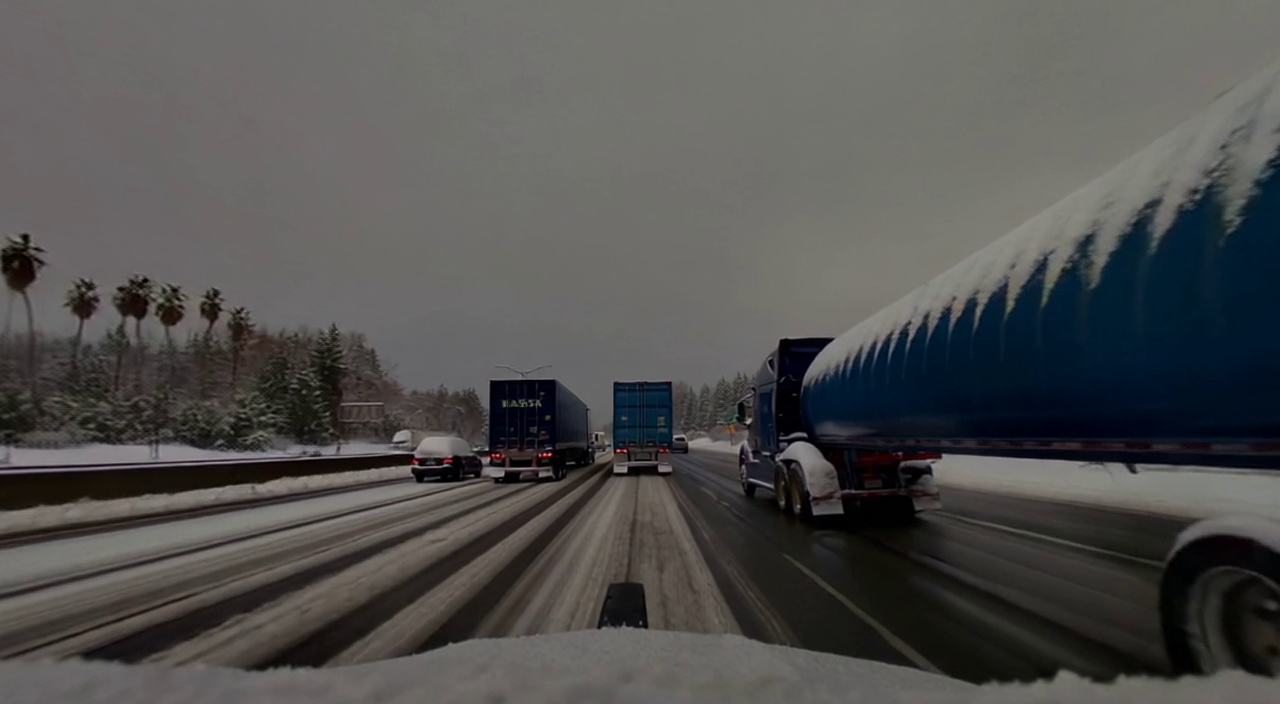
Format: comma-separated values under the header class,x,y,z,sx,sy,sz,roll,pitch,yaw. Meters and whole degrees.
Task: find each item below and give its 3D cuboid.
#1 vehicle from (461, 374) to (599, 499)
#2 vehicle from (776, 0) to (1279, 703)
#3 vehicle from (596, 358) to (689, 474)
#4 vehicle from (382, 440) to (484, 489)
class,x,y,z,sx,sy,sz,roll,pitch,yaw
vehicle,-3.210,2.968,21.905,2.786,3.228,11.082,0,-8,0
vehicle,4.360,0.201,6.491,2.887,4.178,14.553,0,-8,1
vehicle,0.132,3.519,30.179,3.097,3.856,18.209,0,-9,0
vehicle,-6.799,3.724,21.267,1.916,1.465,4.451,0,-8,0
